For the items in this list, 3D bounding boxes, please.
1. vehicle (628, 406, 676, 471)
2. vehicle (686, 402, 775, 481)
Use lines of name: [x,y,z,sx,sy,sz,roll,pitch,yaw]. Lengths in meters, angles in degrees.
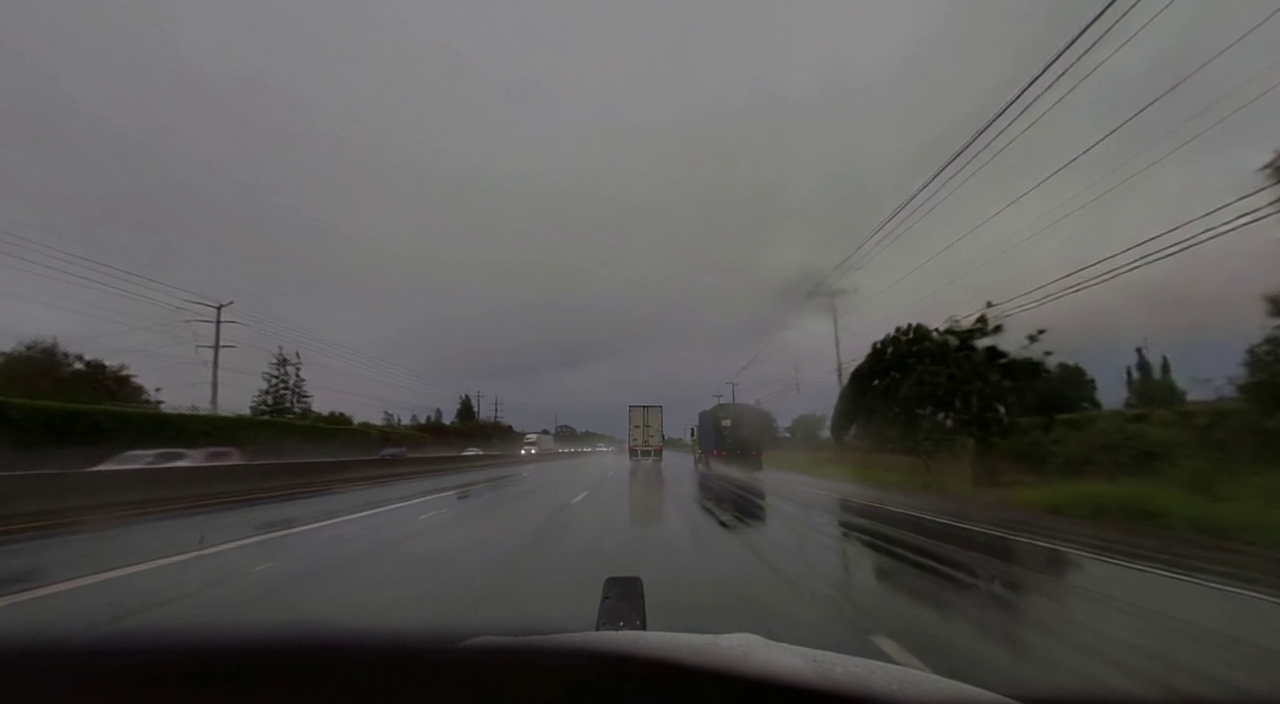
vehicle: [0.653,6.556,46.790,2.997,4.076,13.224,0,-9,-1]
vehicle: [4.208,4.559,31.588,2.938,3.378,8.820,0,-9,-1]
